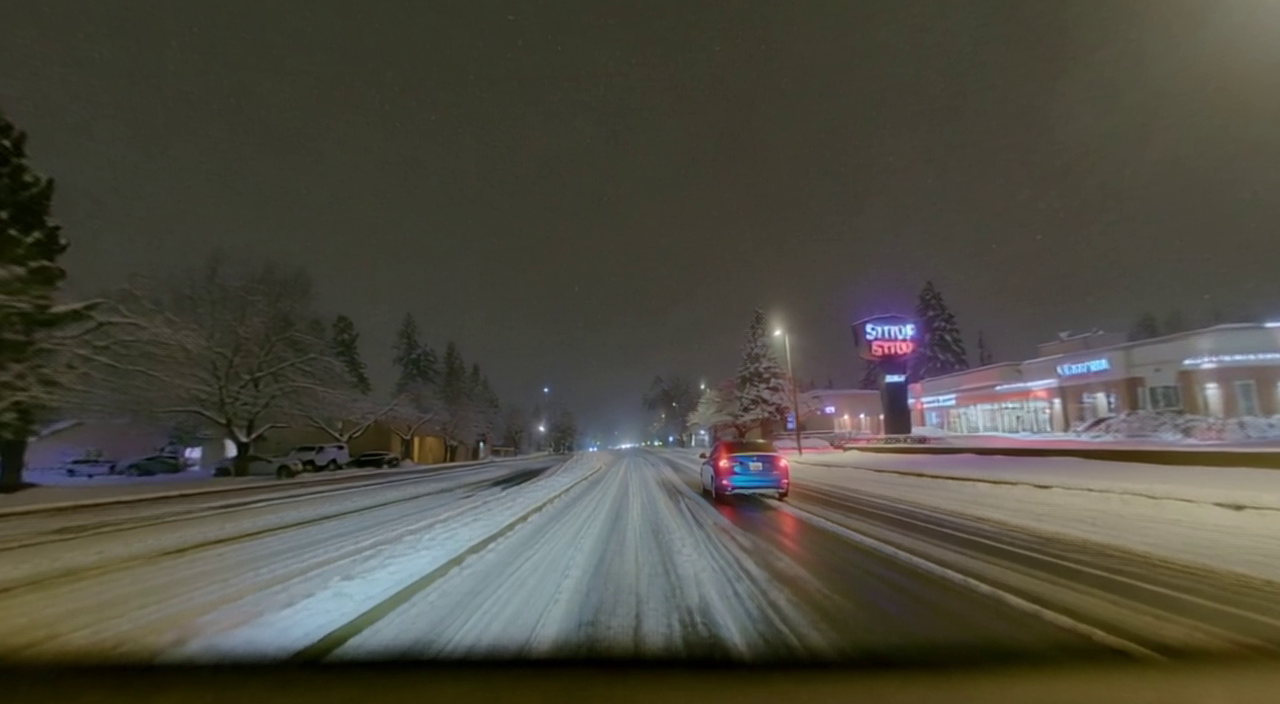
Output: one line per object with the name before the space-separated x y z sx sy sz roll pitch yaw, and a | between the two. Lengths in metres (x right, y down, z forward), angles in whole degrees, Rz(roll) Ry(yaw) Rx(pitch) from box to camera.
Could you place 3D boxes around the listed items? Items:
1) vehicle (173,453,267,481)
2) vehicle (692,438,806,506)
vehicle | -28.214 7.727 42.488 5.029 1.760 2.153 5 -10 -30
vehicle | 2.572 2.954 15.999 2.015 1.479 4.444 0 -8 -1
